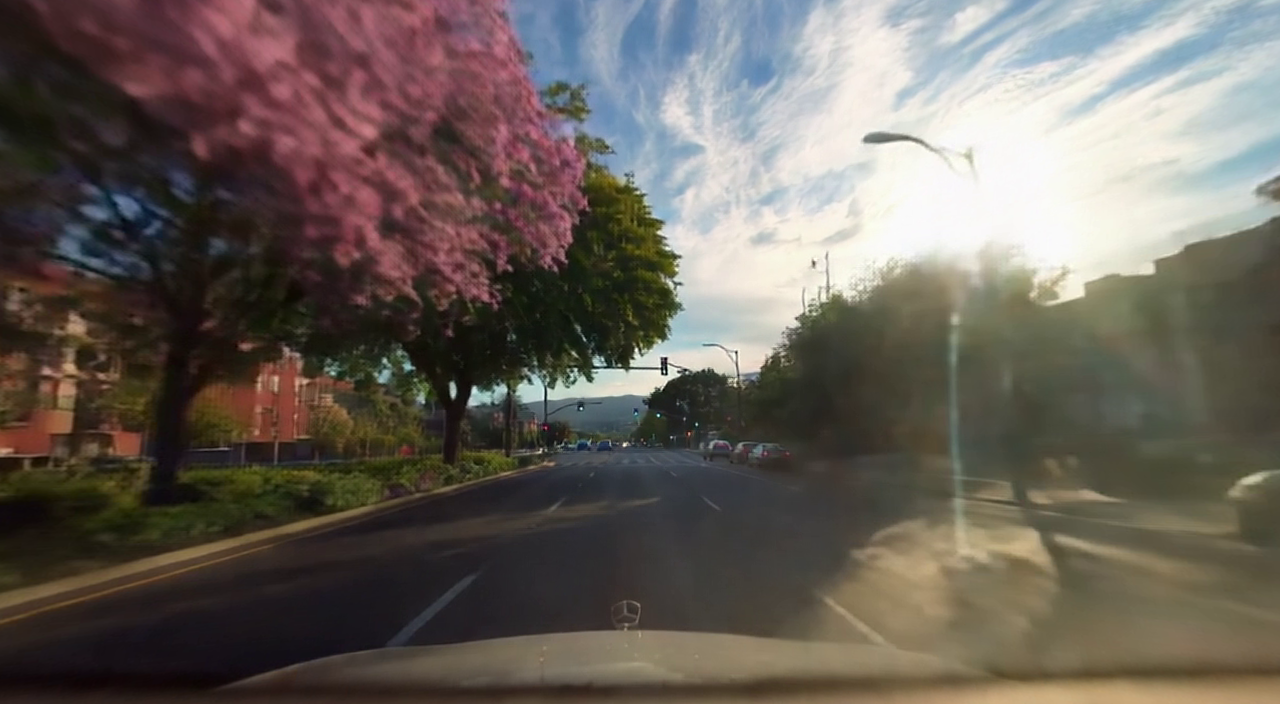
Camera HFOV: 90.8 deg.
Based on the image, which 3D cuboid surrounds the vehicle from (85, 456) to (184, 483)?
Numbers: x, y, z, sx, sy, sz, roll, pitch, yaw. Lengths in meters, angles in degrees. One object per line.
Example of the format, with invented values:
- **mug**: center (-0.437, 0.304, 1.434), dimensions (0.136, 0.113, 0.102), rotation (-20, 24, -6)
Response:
- **vehicle**: center (-34.970, 8.104, 43.891), dimensions (1.985, 1.691, 5.024), rotation (-3, -9, 16)

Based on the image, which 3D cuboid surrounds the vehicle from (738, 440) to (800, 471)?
- **vehicle**: center (6.500, 5.279, 32.385), dimensions (1.891, 1.456, 4.909), rotation (0, -8, -3)
